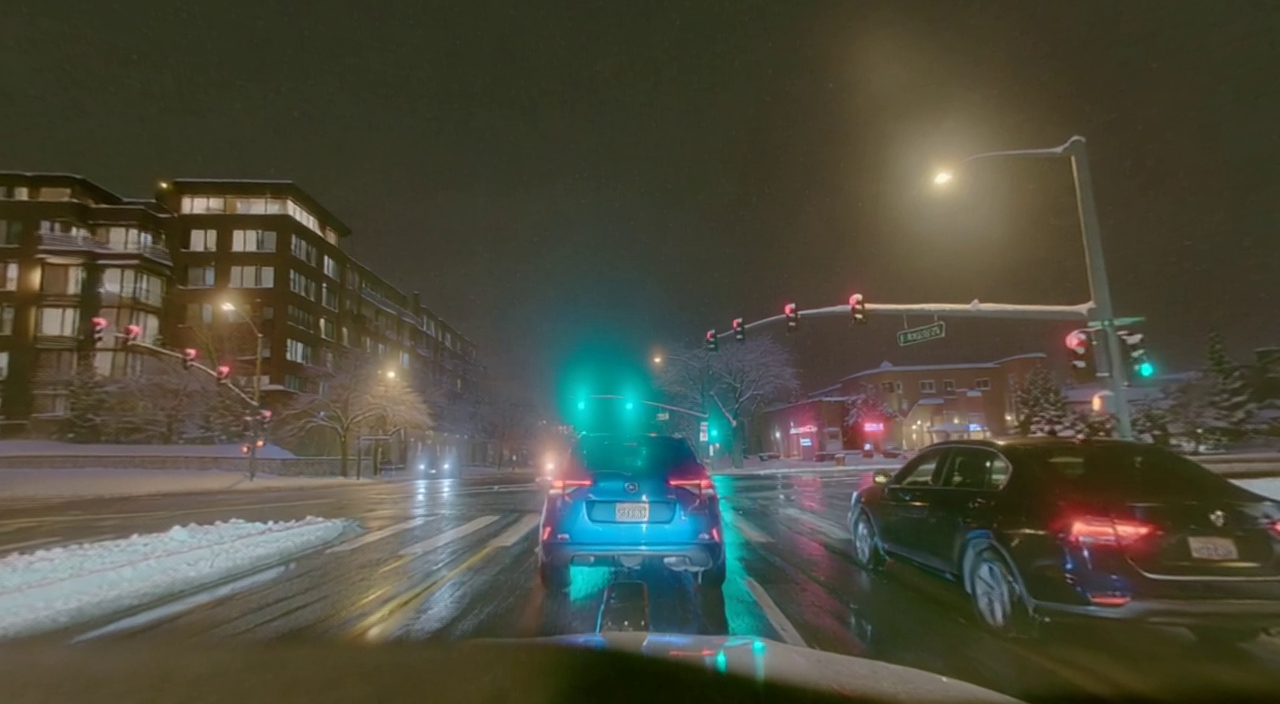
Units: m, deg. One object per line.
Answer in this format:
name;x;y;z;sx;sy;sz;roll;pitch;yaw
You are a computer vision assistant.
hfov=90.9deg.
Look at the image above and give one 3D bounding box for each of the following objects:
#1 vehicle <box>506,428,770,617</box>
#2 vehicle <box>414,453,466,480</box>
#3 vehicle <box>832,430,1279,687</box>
vehicle;-0.054;1.661;7.124;2.094;1.481;4.078;0;-8;-1
vehicle;-14.534;8.351;46.156;2.126;1.782;4.880;0;-8;1
vehicle;3.351;1.474;5.680;1.860;1.430;4.089;0;-8;-1
